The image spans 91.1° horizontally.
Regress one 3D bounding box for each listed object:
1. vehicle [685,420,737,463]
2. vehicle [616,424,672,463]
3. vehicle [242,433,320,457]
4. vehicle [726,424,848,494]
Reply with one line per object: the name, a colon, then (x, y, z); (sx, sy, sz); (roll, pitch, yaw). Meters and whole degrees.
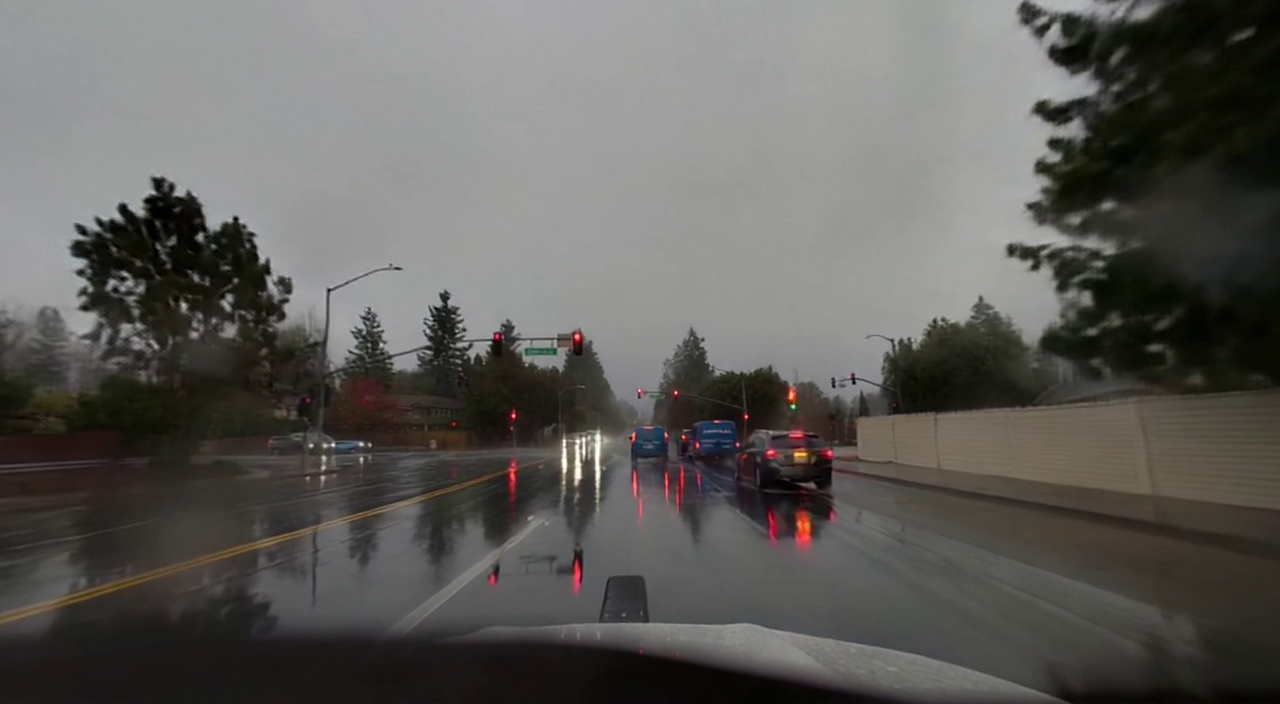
vehicle: (3.337, 4.327, 30.394); (2.059, 1.924, 4.257); (0, -8, 0)
vehicle: (0.224, 4.170, 28.526); (2.321, 1.624, 4.367); (0, -8, 1)
vehicle: (-27.884, 7.255, 48.907); (4.757, 1.841, 2.121); (1, -8, -7)
vehicle: (3.482, 2.652, 15.878); (1.934, 1.506, 4.544); (0, -8, -1)
